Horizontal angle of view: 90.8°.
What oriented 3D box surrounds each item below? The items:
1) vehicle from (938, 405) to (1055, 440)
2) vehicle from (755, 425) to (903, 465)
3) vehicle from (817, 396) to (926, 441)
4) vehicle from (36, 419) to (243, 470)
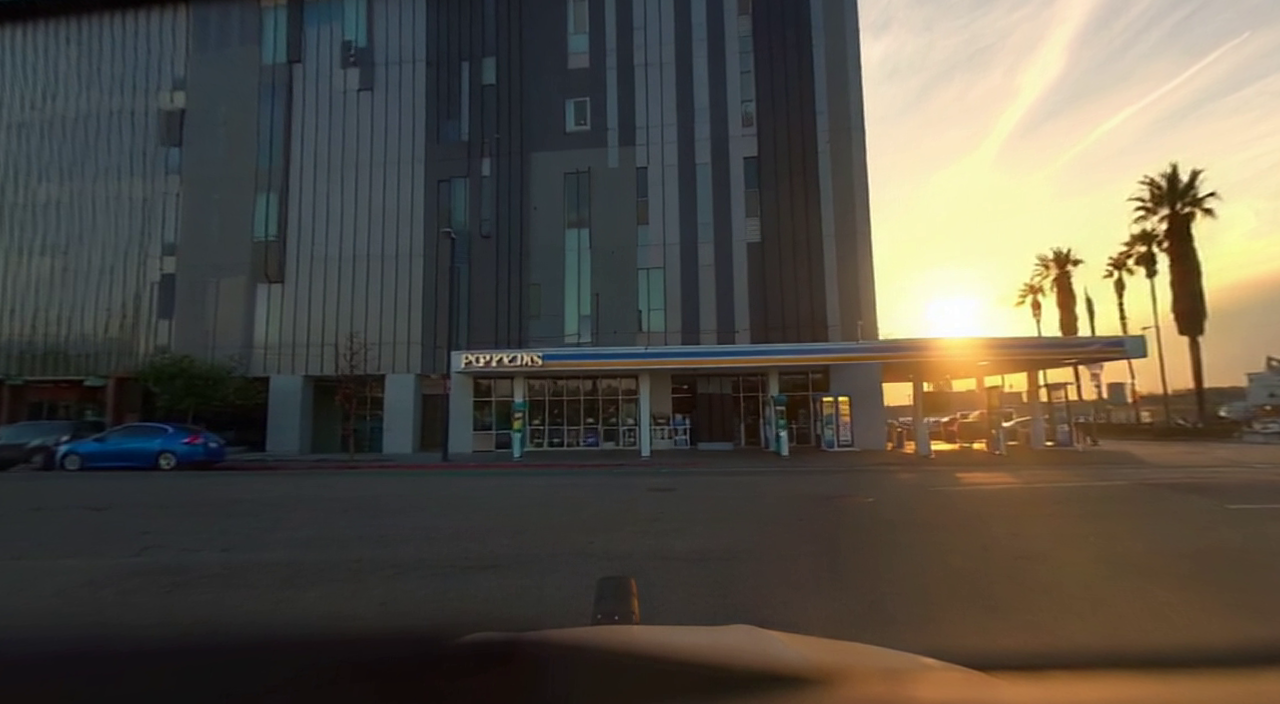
[{"bbox_3d":[25.117,4.981,44.663,7.026,2.329,2.545,2,-6,-8],"label":"vehicle"},{"bbox_3d":[6.776,3.362,22.874,4.782,1.371,1.763,1,-8,-9],"label":"vehicle"},{"bbox_3d":[13.529,3.927,37.110,5.524,2.504,2.196,1,-7,-7],"label":"vehicle"},{"bbox_3d":[-15.609,2.916,19.914,4.857,1.497,1.811,1,-8,-3],"label":"vehicle"}]
